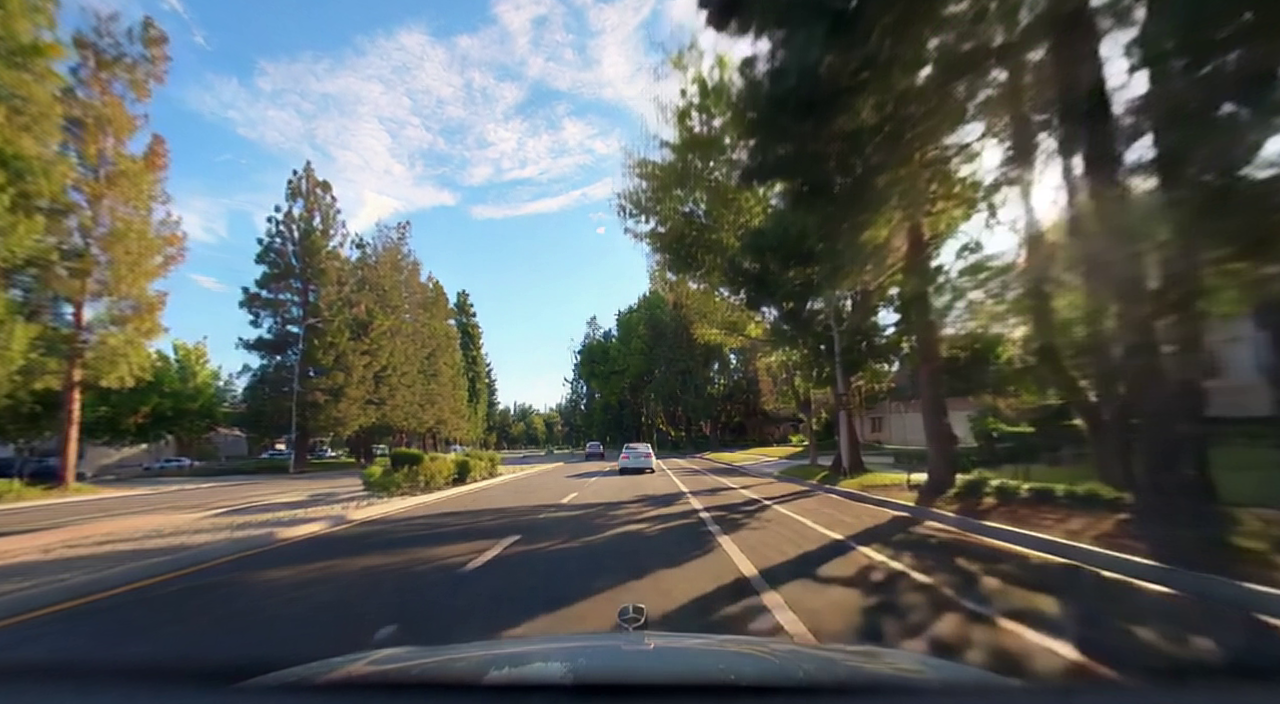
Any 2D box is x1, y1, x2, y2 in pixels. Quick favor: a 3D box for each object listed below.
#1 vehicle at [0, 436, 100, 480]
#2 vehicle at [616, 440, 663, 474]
[{"bbox_3d":[-46.305,8.089,47.996,7.398,2.926,2.814,2,-7,-33],"label":"vehicle"},{"bbox_3d":[-0.002,4.834,29.327,2.009,1.456,4.003,0,-8,0],"label":"vehicle"}]
